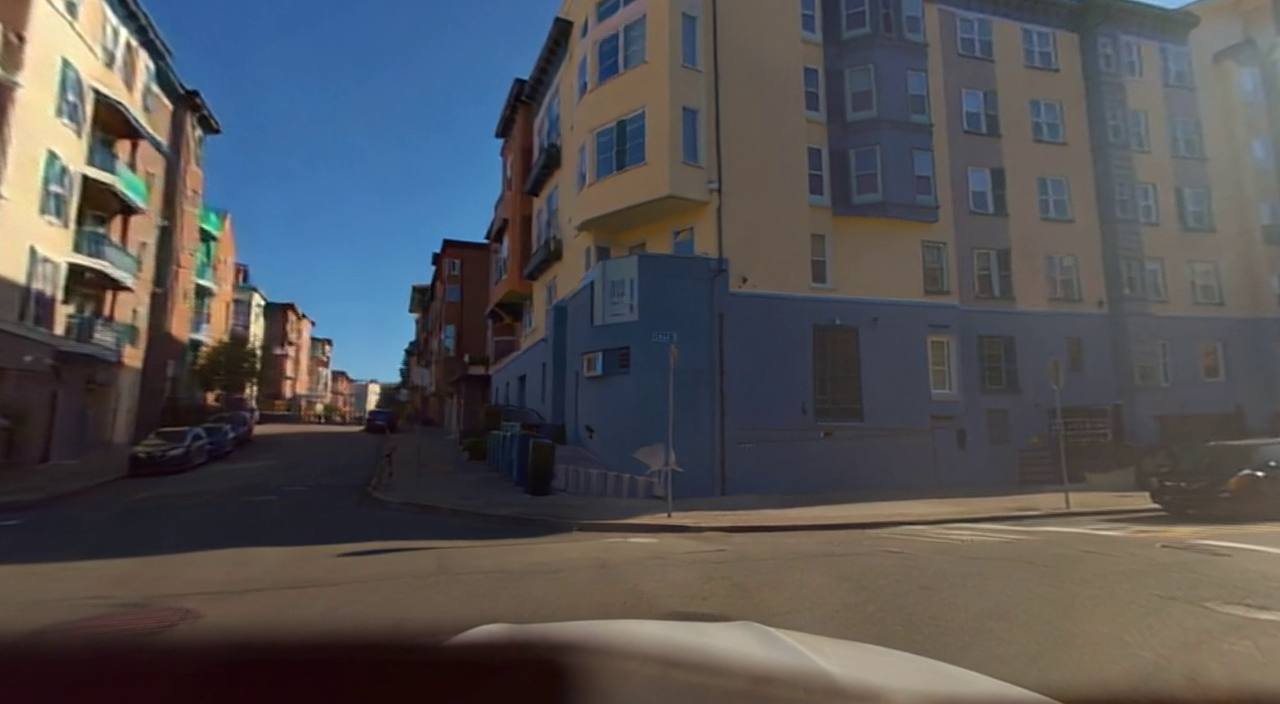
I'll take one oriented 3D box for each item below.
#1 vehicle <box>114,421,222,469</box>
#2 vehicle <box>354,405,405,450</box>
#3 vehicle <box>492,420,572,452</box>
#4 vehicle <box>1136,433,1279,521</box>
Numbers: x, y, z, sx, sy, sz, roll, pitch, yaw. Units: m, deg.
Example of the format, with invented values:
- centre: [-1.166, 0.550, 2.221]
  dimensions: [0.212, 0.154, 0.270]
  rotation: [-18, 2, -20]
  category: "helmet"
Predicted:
- centre: [-15.485, 3.049, 20.869]
  dimensions: [1.897, 1.431, 3.741]
  rotation: [3, -8, -22]
  category: "vehicle"
- centre: [-13.204, 3.814, 31.697]
  dimensions: [2.072, 2.074, 4.358]
  rotation: [3, -8, -25]
  category: "vehicle"
- centre: [-5.076, 3.961, 29.616]
  dimensions: [3.404, 1.431, 1.641]
  rotation: [3, -8, -23]
  category: "vehicle"
- centre: [11.986, 2.344, 12.210]
  dimensions: [3.414, 1.519, 1.719]
  rotation: [1, -8, -10]
  category: "vehicle"
